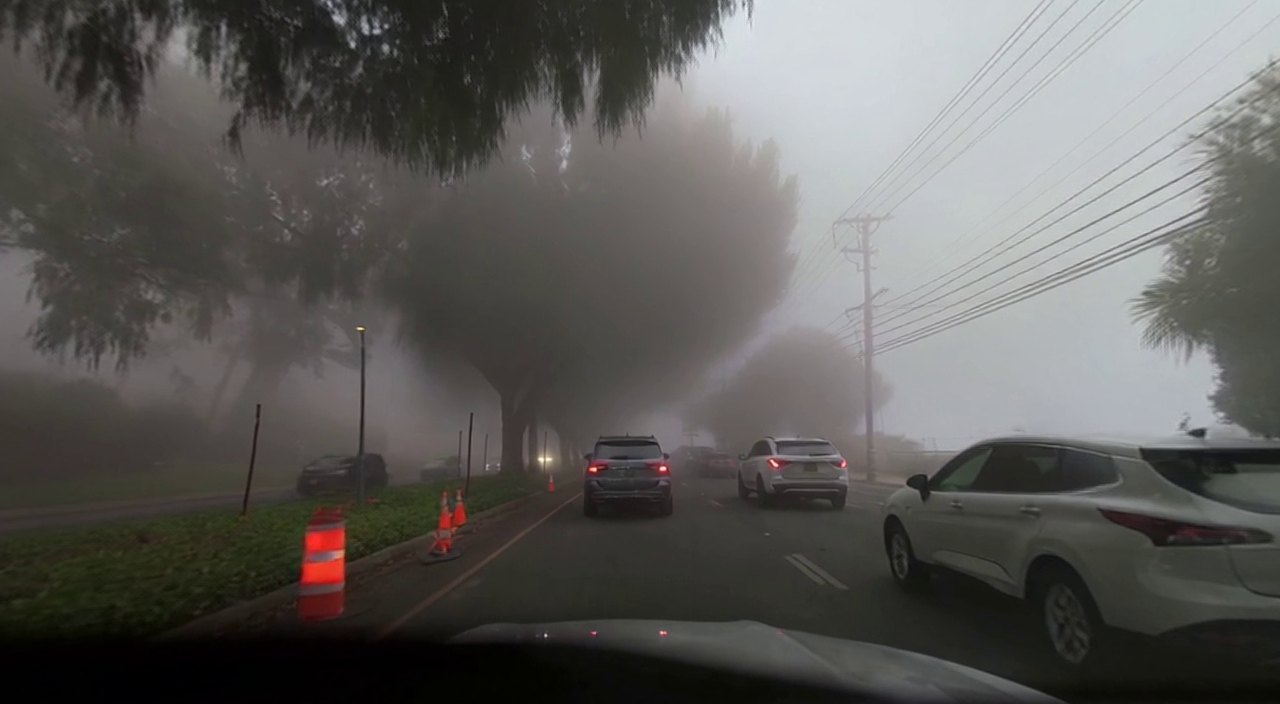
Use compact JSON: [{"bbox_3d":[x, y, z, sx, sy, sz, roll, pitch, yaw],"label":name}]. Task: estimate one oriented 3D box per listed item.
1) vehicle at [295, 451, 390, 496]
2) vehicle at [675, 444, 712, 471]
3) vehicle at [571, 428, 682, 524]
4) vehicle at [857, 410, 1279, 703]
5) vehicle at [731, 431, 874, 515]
[{"bbox_3d":[-12.664,5.152,27.241,1.911,1.693,4.452,-1,-8,0],"label":"vehicle"},{"bbox_3d":[3.752,7.518,45.273,2.175,1.788,4.271,0,-8,-2],"label":"vehicle"},{"bbox_3d":[-0.294,2.599,13.765,2.050,1.745,3.915,0,-8,-1],"label":"vehicle"},{"bbox_3d":[3.393,1.265,4.539,1.977,1.460,4.565,0,-8,-1],"label":"vehicle"},{"bbox_3d":[3.746,2.882,15.609,2.116,1.726,4.672,0,-8,-2],"label":"vehicle"}]
